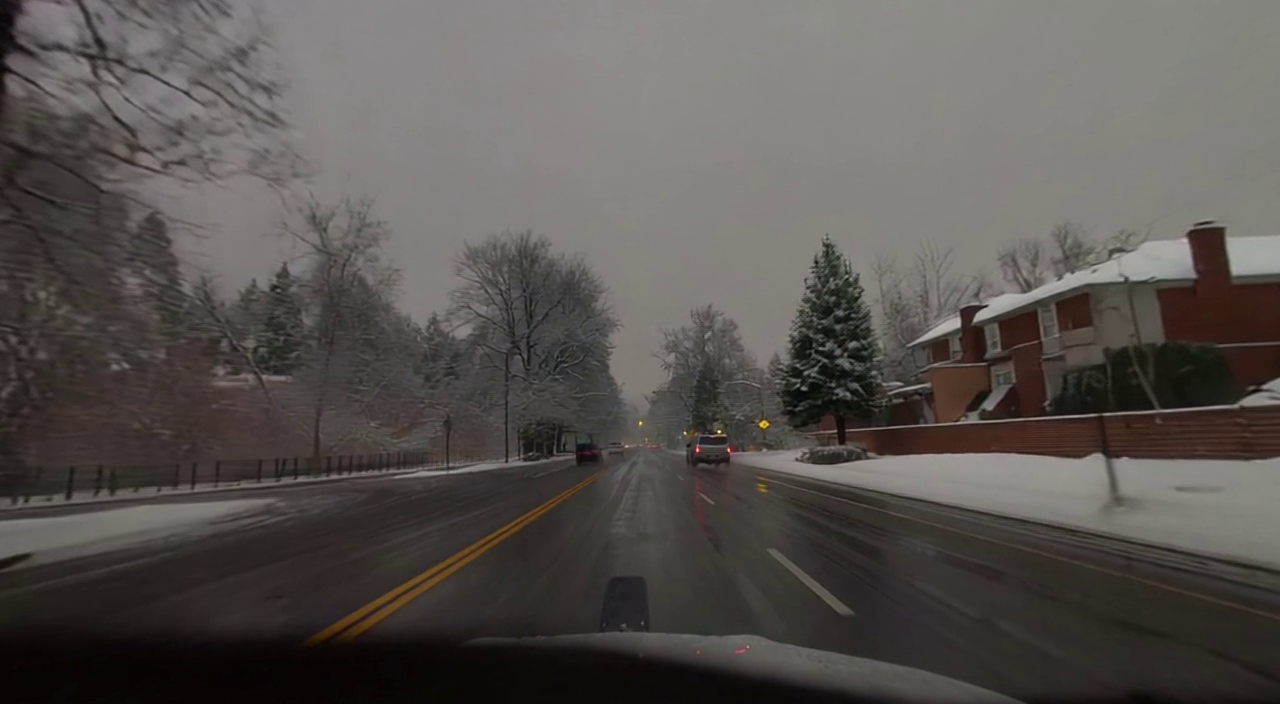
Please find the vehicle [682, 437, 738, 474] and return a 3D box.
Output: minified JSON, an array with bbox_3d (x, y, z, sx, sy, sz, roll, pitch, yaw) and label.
[{"bbox_3d":[3.415,5.168,31.825,2.321,1.695,5.037,0,-8,1],"label":"vehicle"}]
